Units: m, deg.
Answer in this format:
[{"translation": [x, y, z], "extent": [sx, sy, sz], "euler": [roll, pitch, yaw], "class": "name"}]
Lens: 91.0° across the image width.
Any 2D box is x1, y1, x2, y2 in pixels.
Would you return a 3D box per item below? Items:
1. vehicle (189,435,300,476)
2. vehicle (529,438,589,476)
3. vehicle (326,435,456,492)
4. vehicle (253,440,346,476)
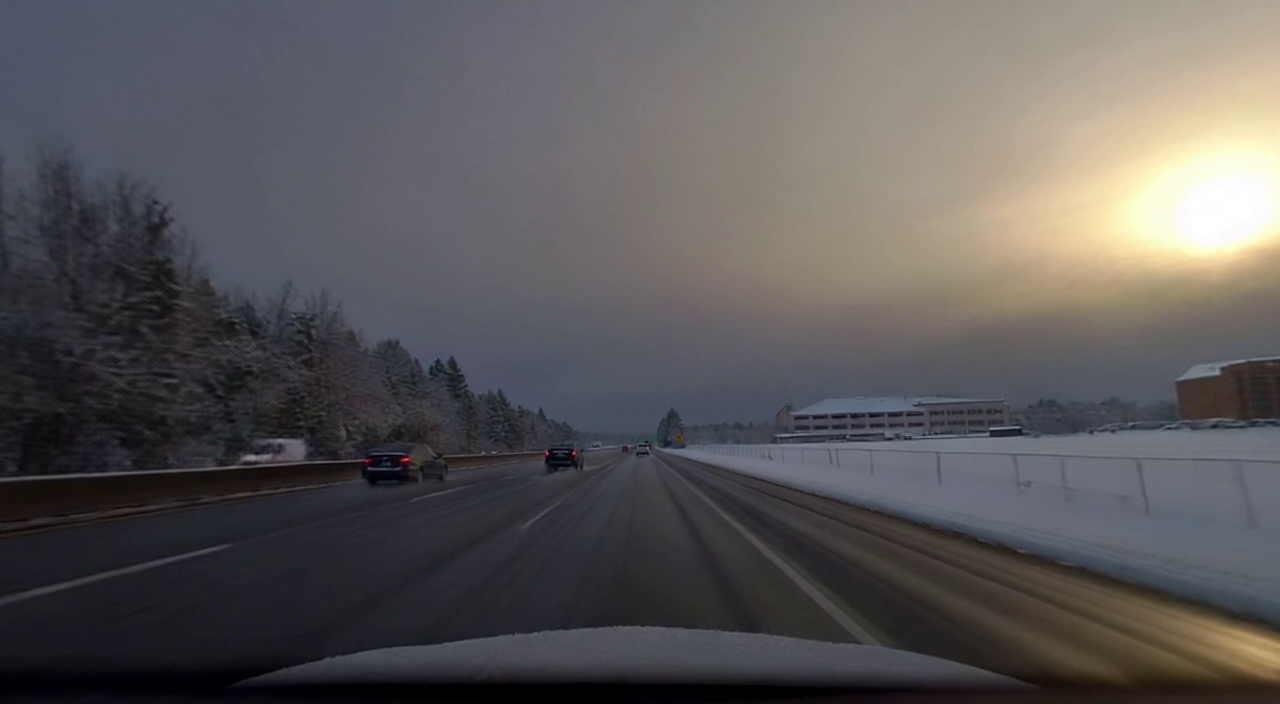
[{"translation": [-23.127, 6.074, 37.259], "extent": [2.351, 2.215, 6.293], "euler": [0, -8, 1], "class": "vehicle"}, {"translation": [-3.700, 4.896, 29.610], "extent": [2.083, 1.588, 4.801], "euler": [0, -8, 1], "class": "vehicle"}, {"translation": [-7.483, 3.380, 19.538], "extent": [2.034, 1.523, 4.627], "euler": [0, -8, 1], "class": "vehicle"}, {"translation": [-15.927, 4.967, 29.790], "extent": [1.859, 1.526, 4.501], "euler": [0, -8, 0], "class": "vehicle"}]
